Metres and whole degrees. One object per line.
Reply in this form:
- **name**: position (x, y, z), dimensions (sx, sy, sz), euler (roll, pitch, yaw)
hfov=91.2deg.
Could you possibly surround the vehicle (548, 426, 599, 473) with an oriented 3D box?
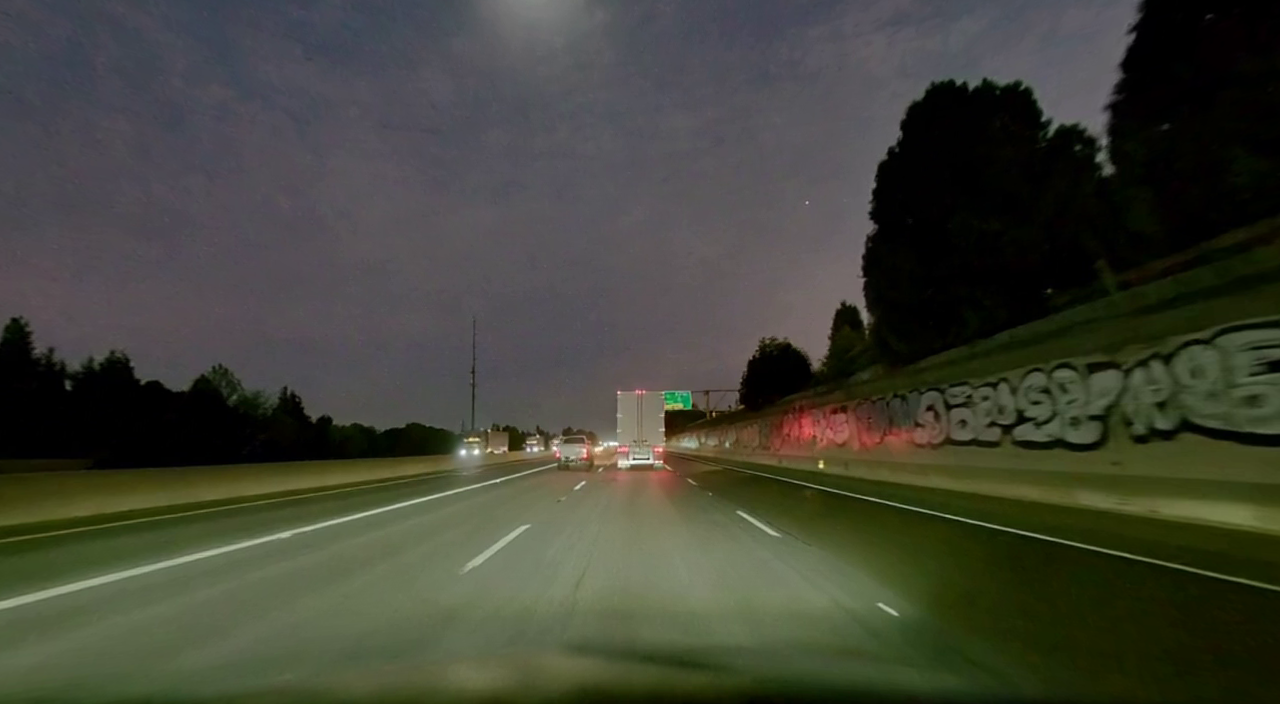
- **vehicle**: position (-3.592, 5.418, 34.878), dimensions (2.278, 2.369, 5.249), euler (0, -9, 0)

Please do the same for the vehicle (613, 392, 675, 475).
- **vehicle**: position (0.114, 4.852, 36.409), dimensions (3.042, 4.023, 10.832), euler (0, -9, -1)
